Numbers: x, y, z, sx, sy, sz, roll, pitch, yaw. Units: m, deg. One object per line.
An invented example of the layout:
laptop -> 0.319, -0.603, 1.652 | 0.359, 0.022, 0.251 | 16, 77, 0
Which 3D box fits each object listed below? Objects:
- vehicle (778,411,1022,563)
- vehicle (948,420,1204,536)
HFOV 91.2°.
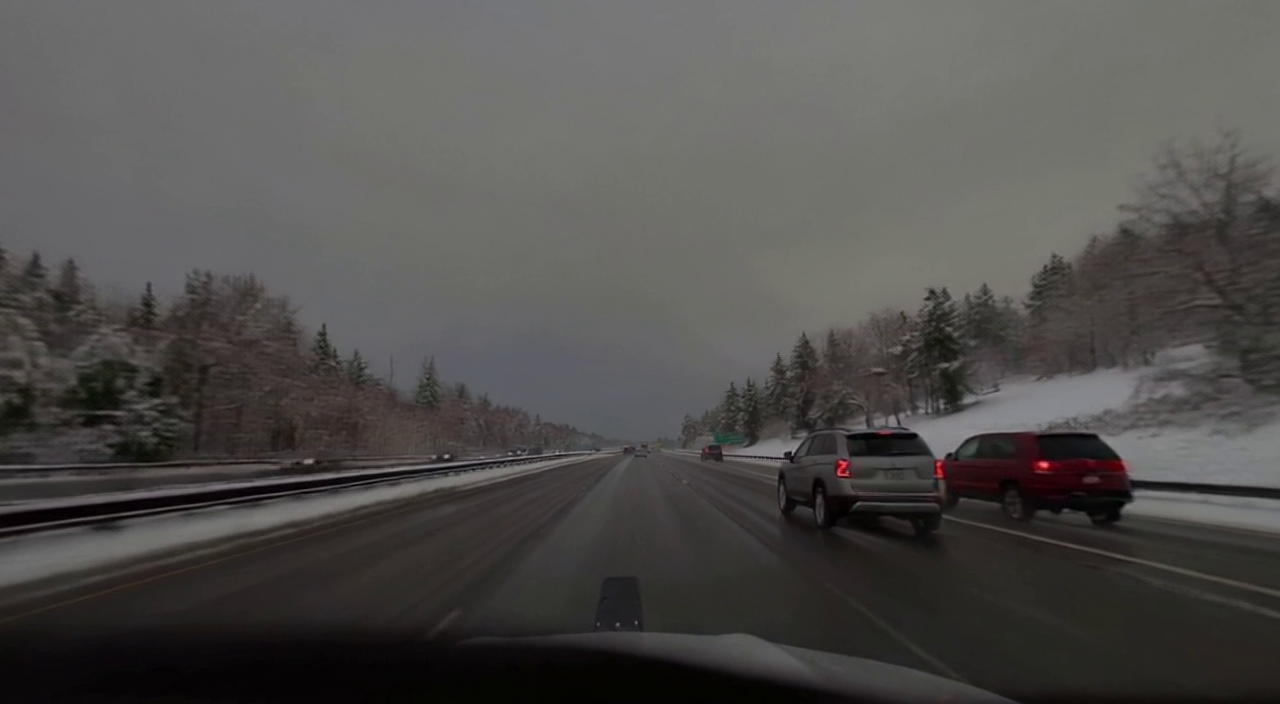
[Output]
vehicle -> 3.482, 1.887, 9.397 | 1.784, 1.733, 4.141 | 0, -9, -1
vehicle -> 7.781, 2.264, 11.758 | 1.898, 1.798, 3.805 | 0, -9, -2
